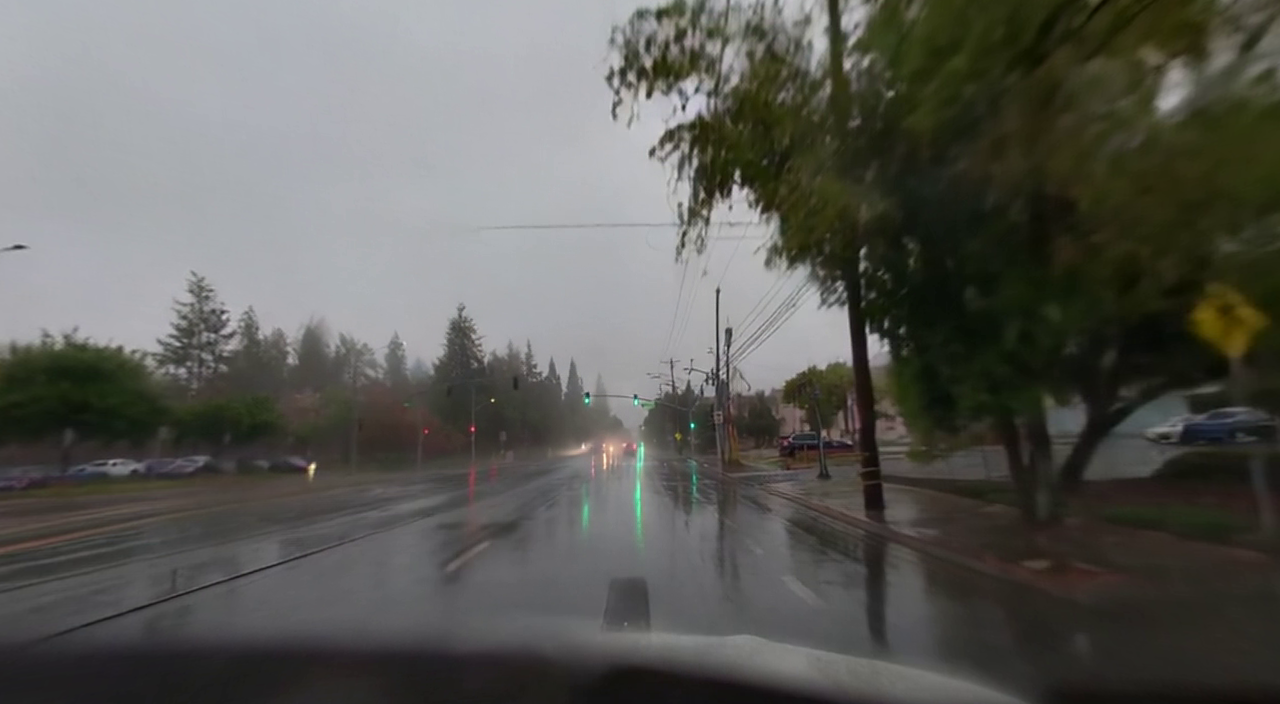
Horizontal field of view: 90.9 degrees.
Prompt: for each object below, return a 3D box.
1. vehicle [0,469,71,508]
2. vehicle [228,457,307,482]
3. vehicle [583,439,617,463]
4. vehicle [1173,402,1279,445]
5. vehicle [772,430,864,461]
[{"bbox_3d":[-26.897,5.757,26.660,3.730,1.485,1.937,0,-8,1],"label":"vehicle"},{"bbox_3d":[-27.004,8.506,45.767,4.451,1.724,1.988,0,-8,0],"label":"vehicle"},{"bbox_3d":[-3.069,7.752,49.553,2.229,1.821,4.681,0,-8,2],"label":"vehicle"},{"bbox_3d":[25.227,2.993,26.070,4.461,1.695,1.999,0,-8,1],"label":"vehicle"},{"bbox_3d":[10.506,5.559,37.426,4.765,1.738,2.101,0,-8,-3],"label":"vehicle"}]
